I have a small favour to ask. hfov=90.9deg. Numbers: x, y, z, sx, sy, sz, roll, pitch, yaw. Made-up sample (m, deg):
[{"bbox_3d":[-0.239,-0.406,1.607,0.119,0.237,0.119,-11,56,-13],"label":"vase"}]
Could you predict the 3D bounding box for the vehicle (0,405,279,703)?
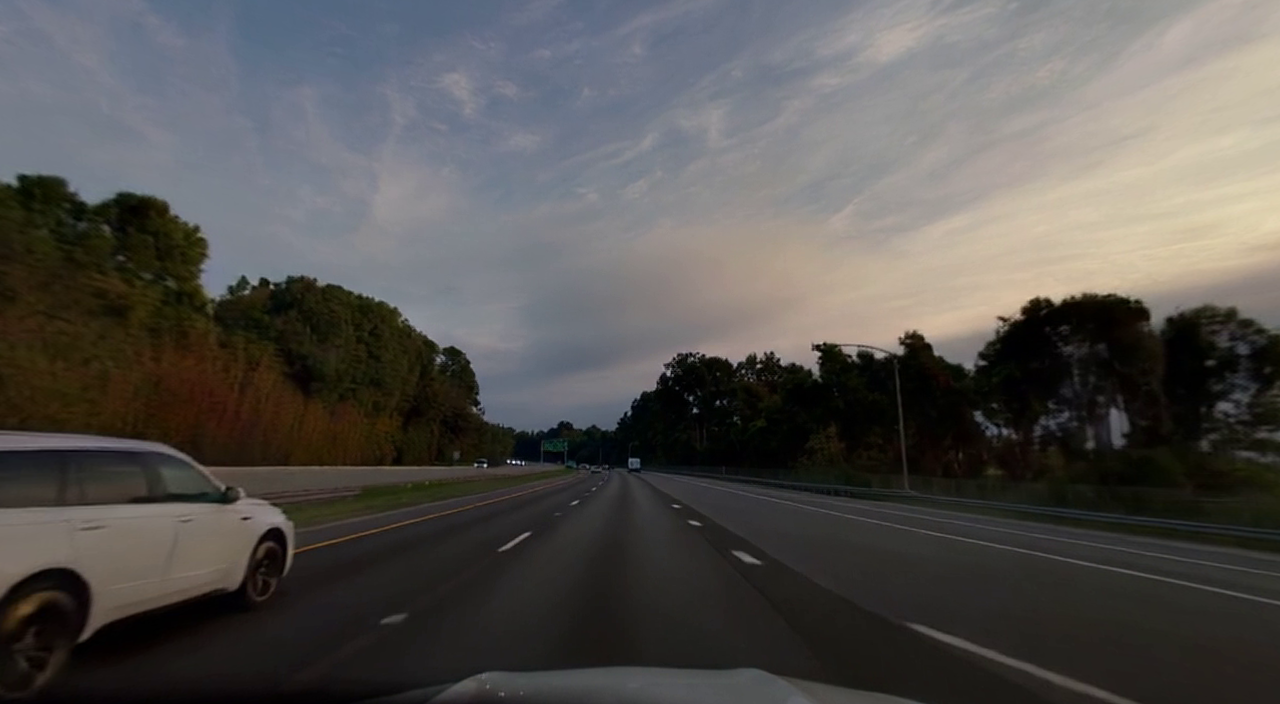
[{"bbox_3d":[-4.279,1.174,3.787,2.025,1.584,3.657,1,-10,-1],"label":"vehicle"}]
